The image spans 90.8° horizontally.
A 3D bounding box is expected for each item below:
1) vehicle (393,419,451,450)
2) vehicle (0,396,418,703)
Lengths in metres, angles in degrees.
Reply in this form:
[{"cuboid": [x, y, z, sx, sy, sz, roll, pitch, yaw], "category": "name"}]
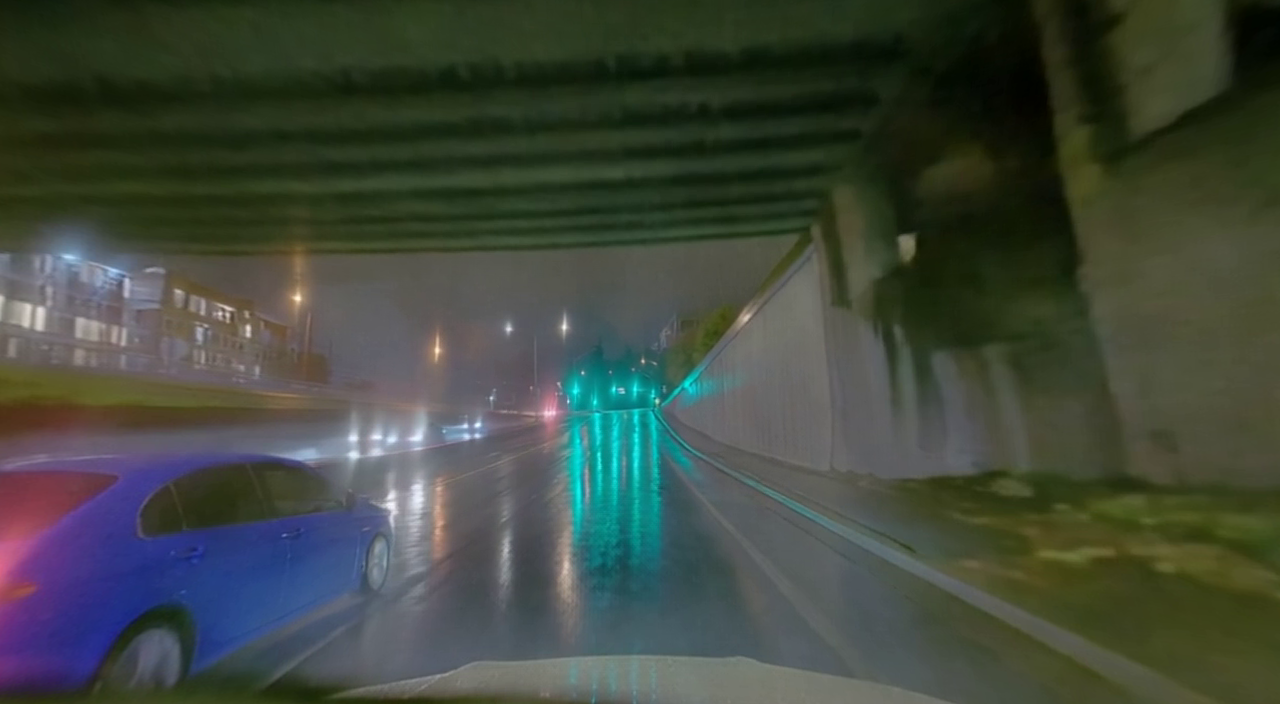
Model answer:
[{"cuboid": [-13.734, 5.185, 40.082, 1.983, 1.649, 4.565, -1, -4, 1], "category": "vehicle"}, {"cuboid": [-3.172, 1.169, 3.924, 2.041, 1.470, 4.290, -1, -8, 0], "category": "vehicle"}]
